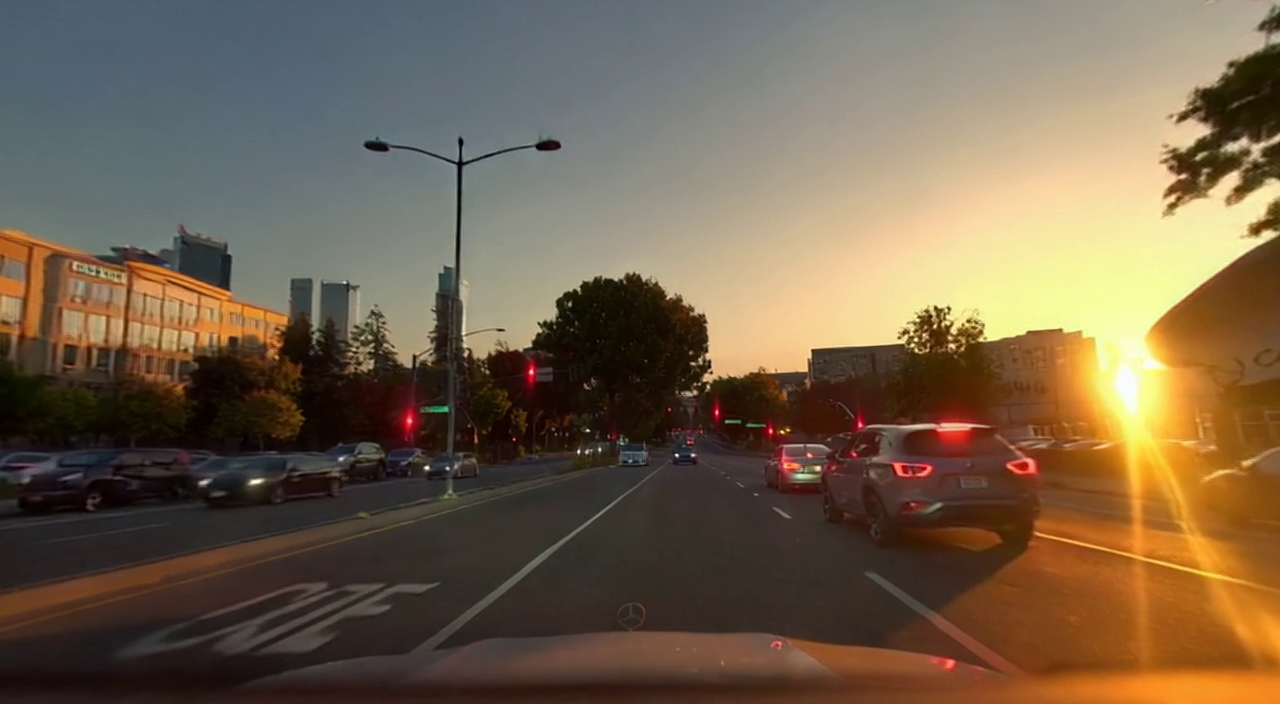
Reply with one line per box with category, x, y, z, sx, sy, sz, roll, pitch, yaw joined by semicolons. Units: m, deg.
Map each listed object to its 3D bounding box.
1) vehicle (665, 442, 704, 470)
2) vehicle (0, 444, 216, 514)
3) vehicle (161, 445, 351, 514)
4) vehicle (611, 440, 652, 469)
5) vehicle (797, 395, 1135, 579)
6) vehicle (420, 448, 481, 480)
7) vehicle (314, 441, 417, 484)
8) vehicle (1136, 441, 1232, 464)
vehicle;2.529;5.799;35.259;2.059;1.477;3.988;-1;-8;5
vehicle;-16.740;3.915;20.201;2.200;1.884;5.653;0;-8;2
vehicle;-10.093;3.337;17.097;2.047;1.572;4.472;-1;-8;5
vehicle;-0.451;6.234;38.504;2.057;1.678;4.639;-1;-8;5
vehicle;3.835;1.700;8.770;2.282;1.797;4.924;-1;-8;3
vehicle;-9.616;5.697;32.380;1.884;1.456;4.356;0;-8;-2
vehicle;-13.446;5.440;31.463;2.337;1.895;5.872;-1;-8;2
vehicle;38.851;7.189;45.114;4.775;1.529;1.992;-2;-8;6
